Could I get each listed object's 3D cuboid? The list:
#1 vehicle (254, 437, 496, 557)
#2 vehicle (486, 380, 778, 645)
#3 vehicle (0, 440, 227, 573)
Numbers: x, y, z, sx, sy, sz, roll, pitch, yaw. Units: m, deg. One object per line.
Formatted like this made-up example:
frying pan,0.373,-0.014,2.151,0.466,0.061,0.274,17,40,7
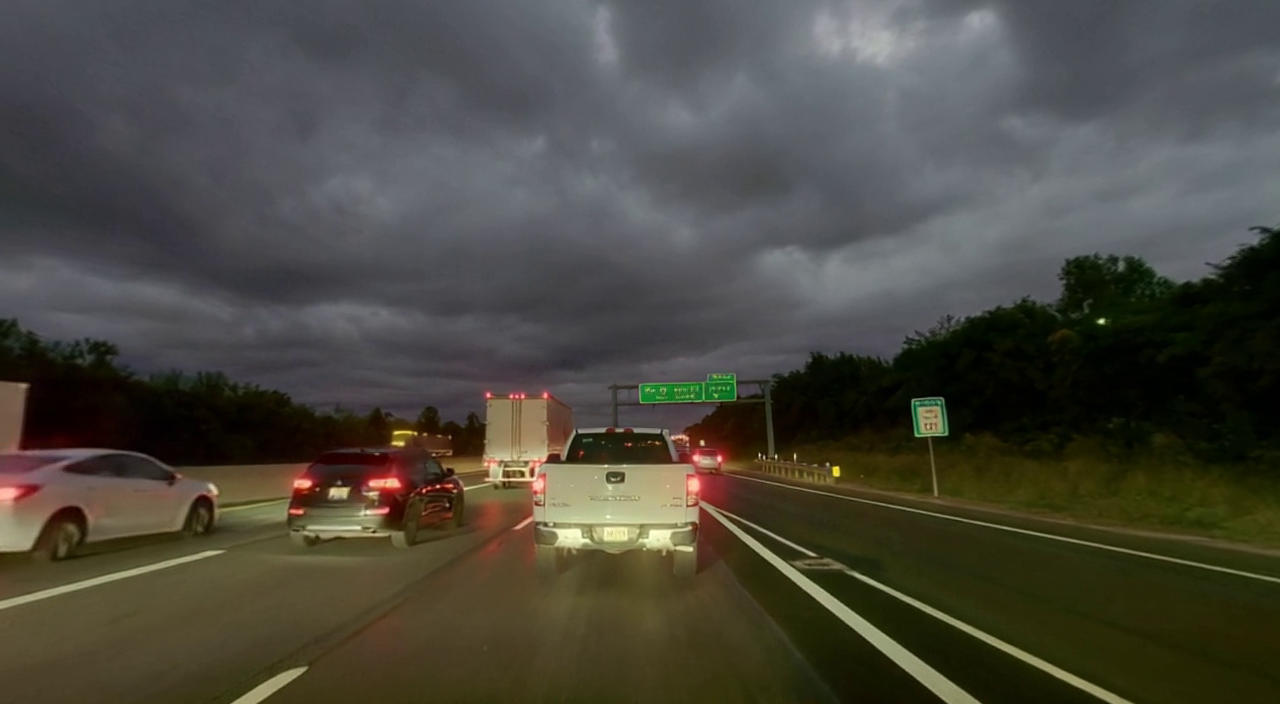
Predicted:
vehicle,-3.909,2.207,10.345,1.986,1.501,4.407,-1,-9,1
vehicle,-0.081,1.358,6.106,1.995,1.798,3.380,0,-9,-1
vehicle,-8.097,1.968,8.564,1.874,1.470,4.576,0,-9,0
